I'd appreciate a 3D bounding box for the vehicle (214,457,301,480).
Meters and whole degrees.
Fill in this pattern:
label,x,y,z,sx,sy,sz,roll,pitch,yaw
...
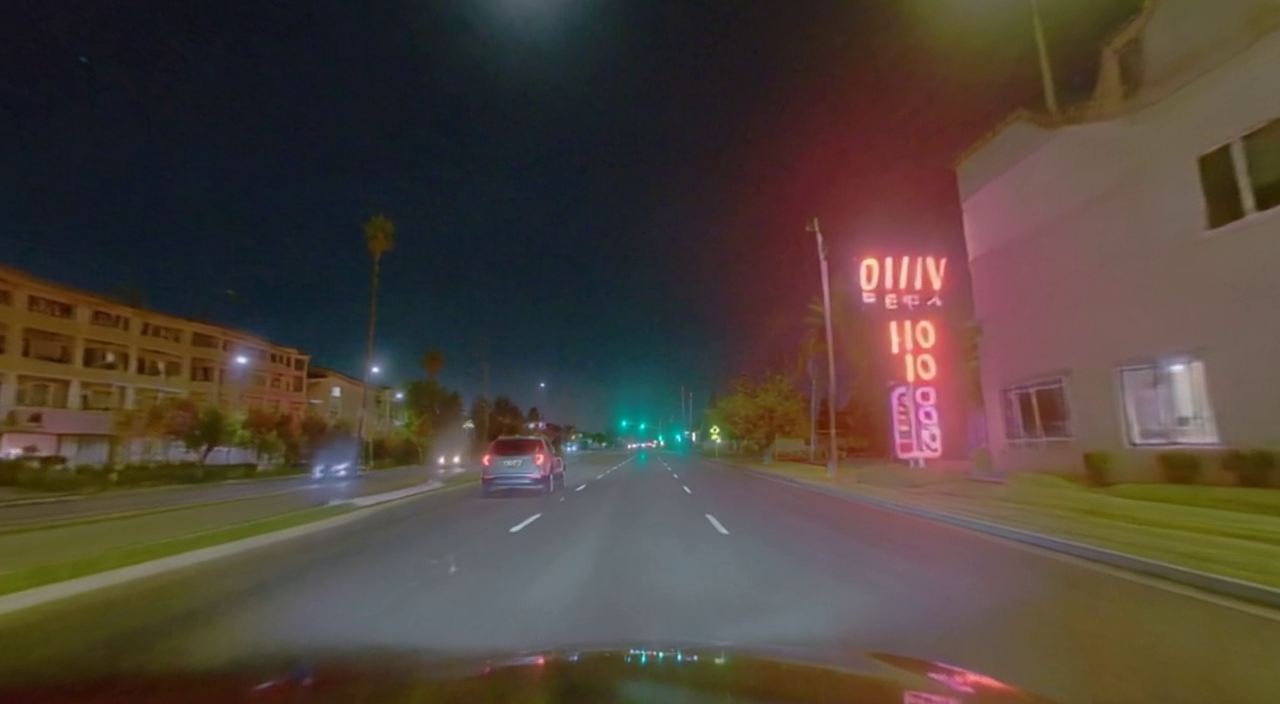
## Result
label,x,y,z,sx,sy,sz,roll,pitch,yaw
vehicle,-27.041,8.218,44.656,4.782,1.473,2.204,8,-12,-43

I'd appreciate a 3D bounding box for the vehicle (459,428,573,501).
label,x,y,z,sx,sy,sz,roll,pitch,yaw
vehicle,-3.138,2.963,17.037,2.062,1.693,4.669,0,-8,1

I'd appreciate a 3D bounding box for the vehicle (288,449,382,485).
label,x,y,z,sx,sy,sz,roll,pitch,yaw
vehicle,-13.915,5.252,29.105,1.960,1.462,4.689,0,-8,1
